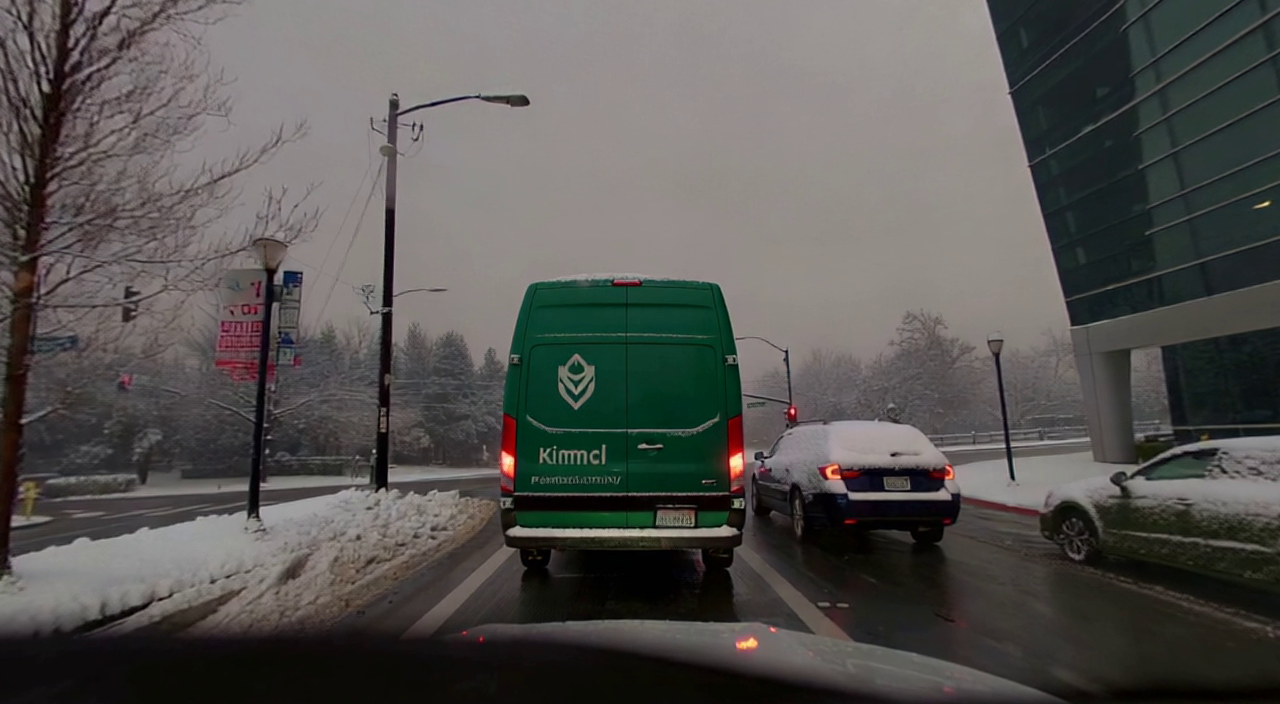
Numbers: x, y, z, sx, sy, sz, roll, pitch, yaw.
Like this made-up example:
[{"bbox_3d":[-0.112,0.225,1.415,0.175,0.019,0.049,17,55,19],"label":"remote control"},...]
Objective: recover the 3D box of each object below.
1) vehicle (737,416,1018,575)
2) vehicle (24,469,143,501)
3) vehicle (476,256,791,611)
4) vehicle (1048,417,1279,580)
[{"bbox_3d":[2.880,1.863,9.046,2.183,1.676,4.506,0,-8,-1],"label":"vehicle"},{"bbox_3d":[-31.096,7.437,35.407,4.806,1.652,1.869,0,-8,-2],"label":"vehicle"},{"bbox_3d":[-0.027,1.187,9.087,2.613,3.035,7.342,0,-8,1],"label":"vehicle"},{"bbox_3d":[7.526,1.577,7.004,1.963,1.669,4.678,3,-9,-20],"label":"vehicle"}]
